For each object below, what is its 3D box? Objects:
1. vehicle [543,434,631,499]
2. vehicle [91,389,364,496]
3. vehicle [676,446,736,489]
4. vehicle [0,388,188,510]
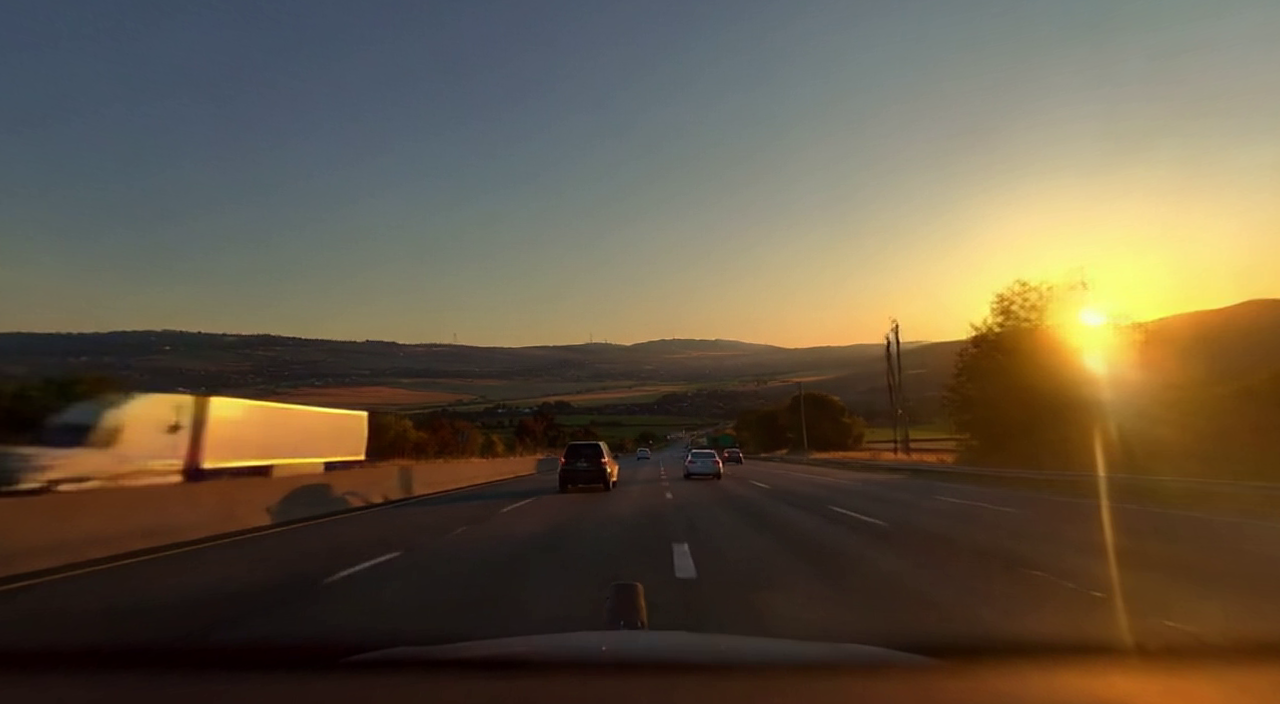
[{"bbox_3d":[-1.467,3.436,19.220,2.142,1.724,4.344,0,-9,2],"label":"vehicle"},{"bbox_3d":[-20.900,5.038,34.646,3.305,4.461,16.367,0,-9,3],"label":"vehicle"},{"bbox_3d":[2.460,4.406,24.352,2.004,1.471,4.032,0,-9,1],"label":"vehicle"},{"bbox_3d":[-21.274,3.639,23.784,3.063,3.921,6.608,0,-9,3],"label":"vehicle"}]
